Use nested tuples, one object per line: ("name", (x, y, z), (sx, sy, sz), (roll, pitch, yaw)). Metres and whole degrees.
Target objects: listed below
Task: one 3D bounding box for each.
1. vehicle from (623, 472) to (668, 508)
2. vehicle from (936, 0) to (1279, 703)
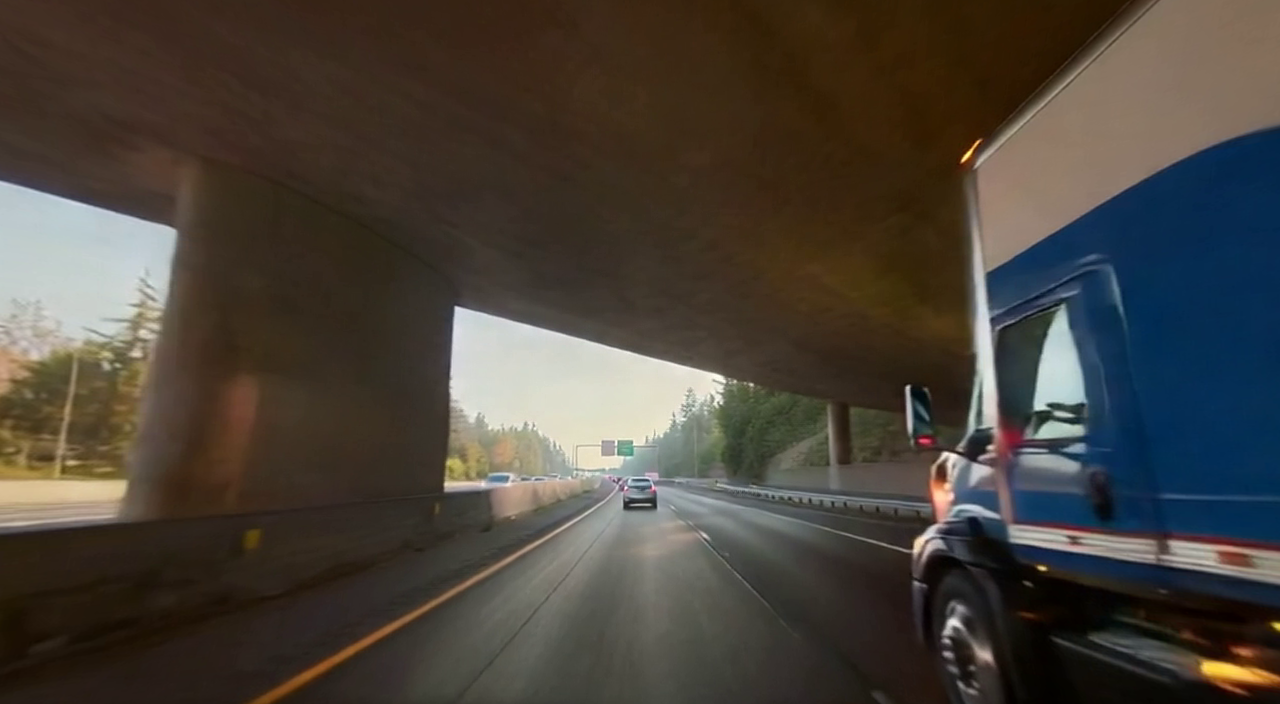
("vehicle", (0.251, 6.987, 32.193), (2.124, 1.653, 4.857), (1, -11, 0))
("vehicle", (4.248, -0.319, 0.802), (2.980, 3.834, 9.423), (1, -11, -1))
